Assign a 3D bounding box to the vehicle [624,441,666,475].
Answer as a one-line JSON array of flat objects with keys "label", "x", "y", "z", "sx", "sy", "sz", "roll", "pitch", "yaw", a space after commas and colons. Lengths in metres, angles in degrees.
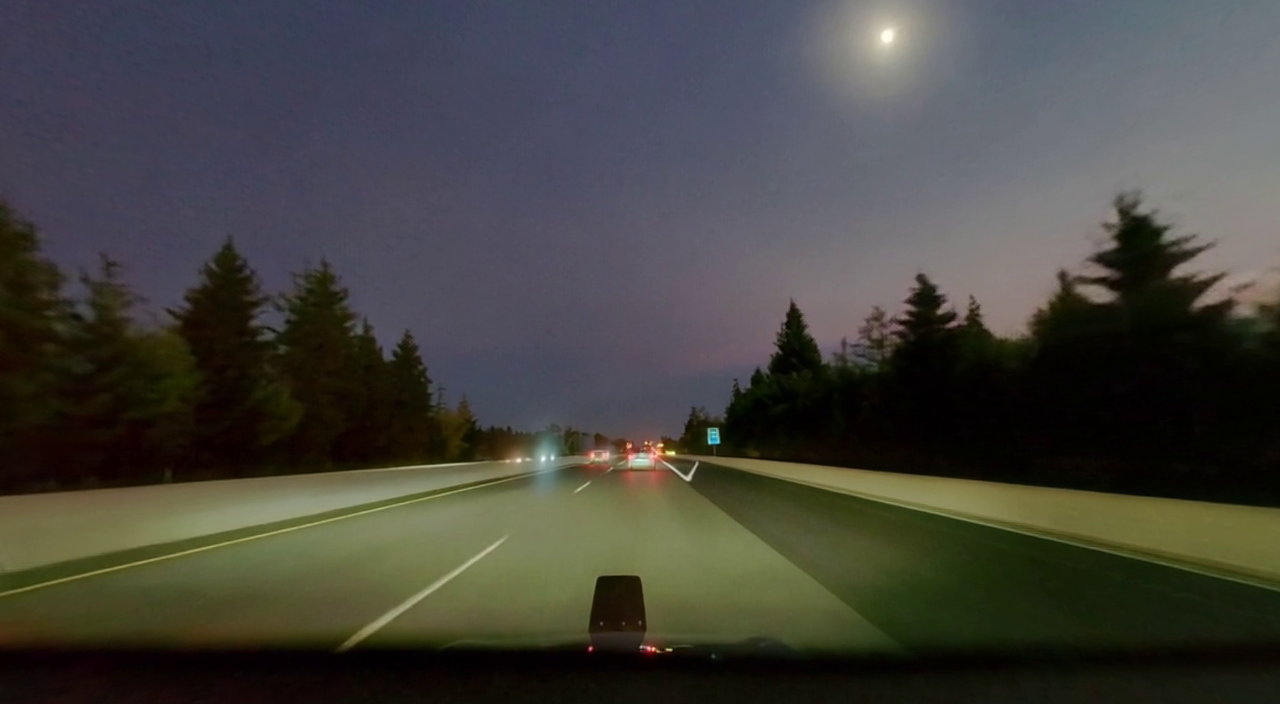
[{"label": "vehicle", "x": 0.244, "y": 5.692, "z": 33.973, "sx": 2.172, "sy": 1.687, "sz": 3.929, "roll": 0, "pitch": -9, "yaw": 0}]
